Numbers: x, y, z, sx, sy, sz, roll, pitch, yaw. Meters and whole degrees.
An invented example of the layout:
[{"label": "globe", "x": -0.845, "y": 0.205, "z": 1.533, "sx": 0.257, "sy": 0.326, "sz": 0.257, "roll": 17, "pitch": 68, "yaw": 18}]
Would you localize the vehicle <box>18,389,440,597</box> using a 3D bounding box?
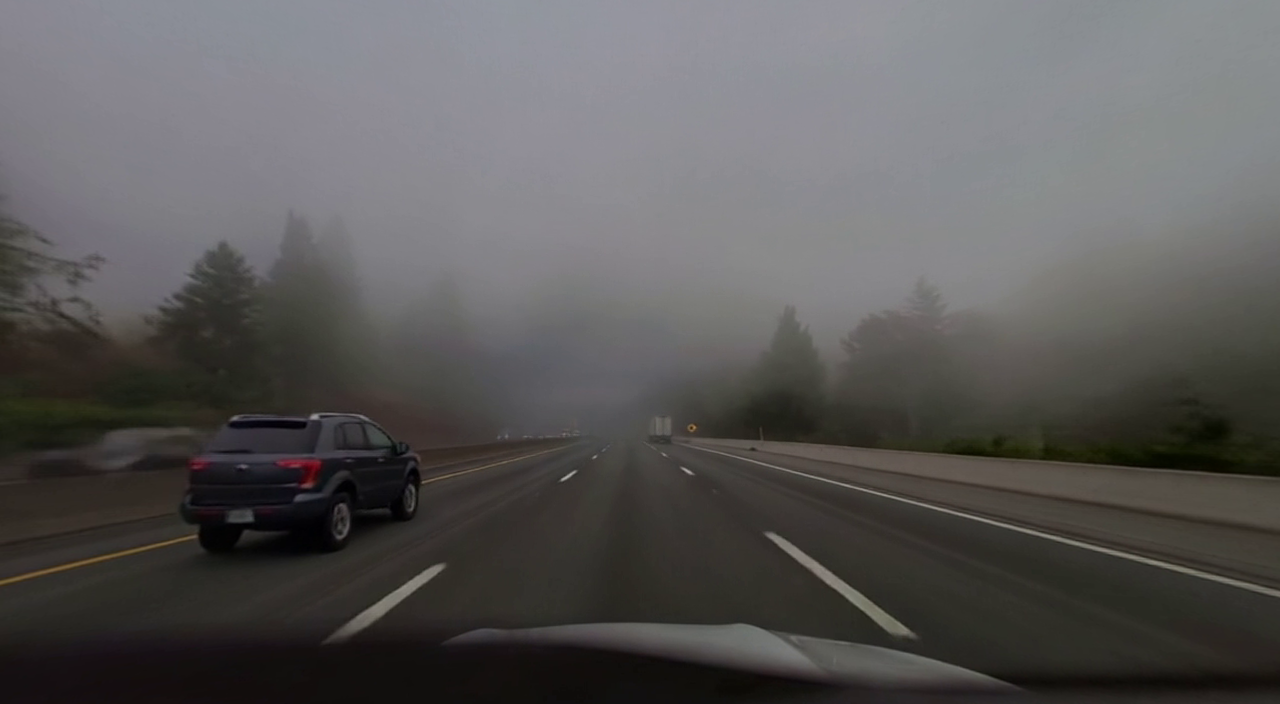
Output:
[{"label": "vehicle", "x": -3.863, "y": 1.362, "z": 6.958, "sx": 2.000, "sy": 1.620, "sz": 3.929, "roll": 0, "pitch": -8, "yaw": 0}]
